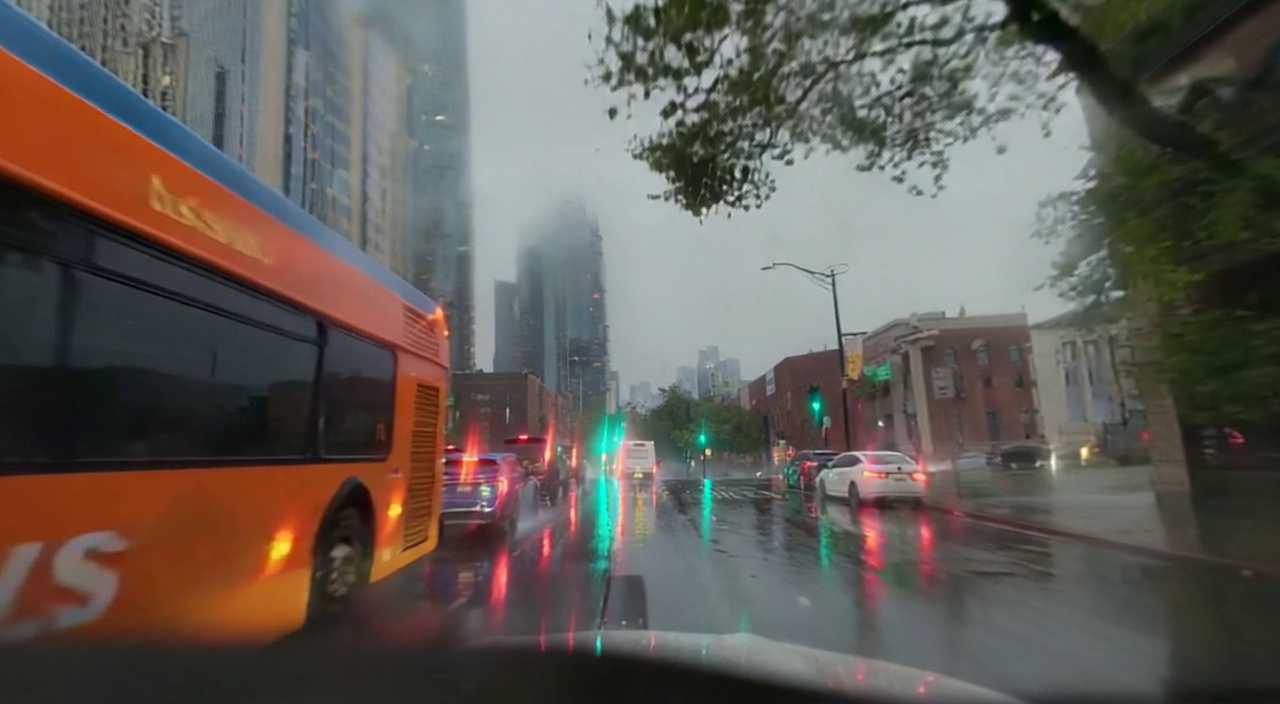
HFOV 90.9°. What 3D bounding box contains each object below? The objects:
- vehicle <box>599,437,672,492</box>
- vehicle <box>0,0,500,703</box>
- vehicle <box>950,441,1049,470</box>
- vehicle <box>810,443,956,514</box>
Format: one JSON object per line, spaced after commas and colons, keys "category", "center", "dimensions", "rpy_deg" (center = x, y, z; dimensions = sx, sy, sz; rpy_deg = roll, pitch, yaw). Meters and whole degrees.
{"category": "vehicle", "center": [-0.098, 3.983, 22.724], "dimensions": [2.328, 1.746, 5.072], "rpy_deg": [0, -9, 1]}
{"category": "vehicle", "center": [-3.073, -0.203, 0.296], "dimensions": [2.922, 3.323, 13.151], "rpy_deg": [0, -9, 0]}
{"category": "vehicle", "center": [20.679, 5.941, 36.368], "dimensions": [4.598, 1.519, 1.994], "rpy_deg": [0, -8, -9]}
{"category": "vehicle", "center": [5.938, 3.106, 16.105], "dimensions": [1.919, 1.529, 4.558], "rpy_deg": [0, -9, 0]}
